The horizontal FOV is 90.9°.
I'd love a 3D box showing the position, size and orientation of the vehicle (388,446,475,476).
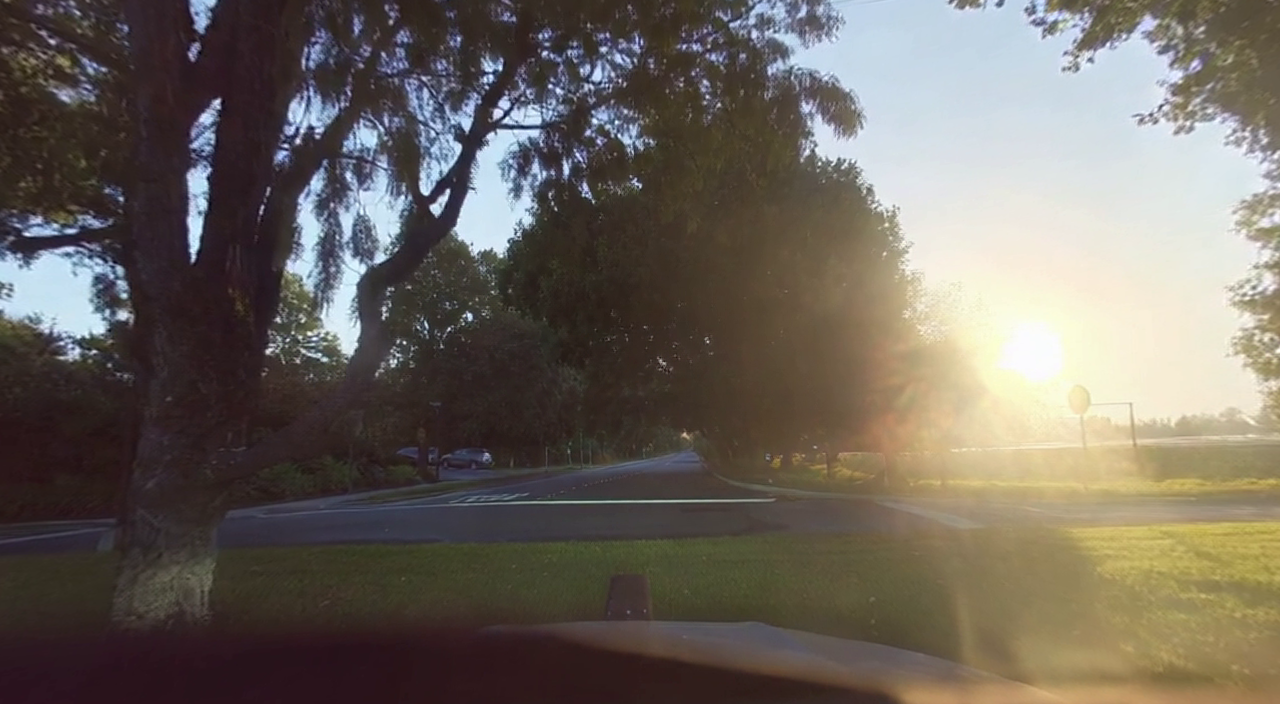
[{"bbox_3d":[-12.709,6.624,38.537,4.590,1.735,1.973,-1,-9,3],"label":"vehicle"}]
